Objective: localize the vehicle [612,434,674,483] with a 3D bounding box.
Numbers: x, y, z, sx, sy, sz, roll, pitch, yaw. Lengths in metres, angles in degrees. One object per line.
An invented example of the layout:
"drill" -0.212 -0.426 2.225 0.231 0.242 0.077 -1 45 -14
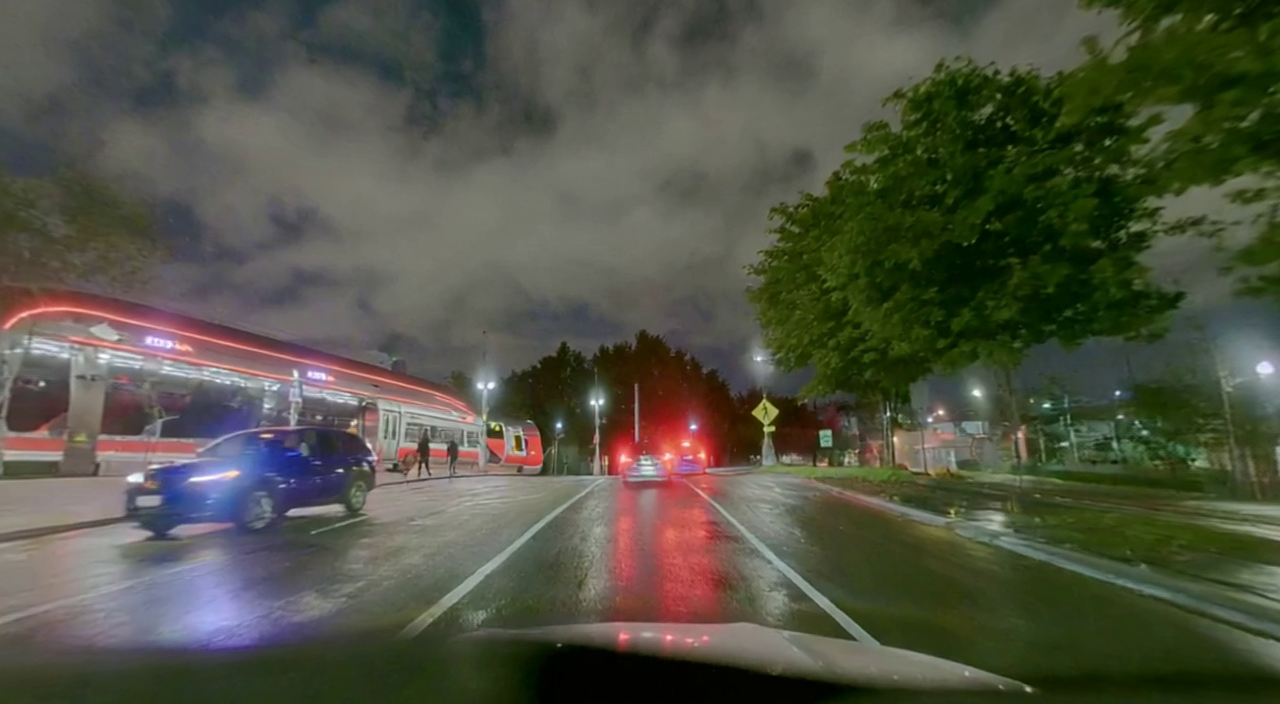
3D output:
"vehicle" 0.212 4.254 25.432 2.263 1.765 4.237 -1 -9 3

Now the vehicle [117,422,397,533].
"vehicle" -7.256 2.434 12.858 2.252 1.787 4.929 -1 -9 6

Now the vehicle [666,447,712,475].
"vehicle" 3.274 7.106 41.404 2.010 1.725 4.320 -3 -9 18
